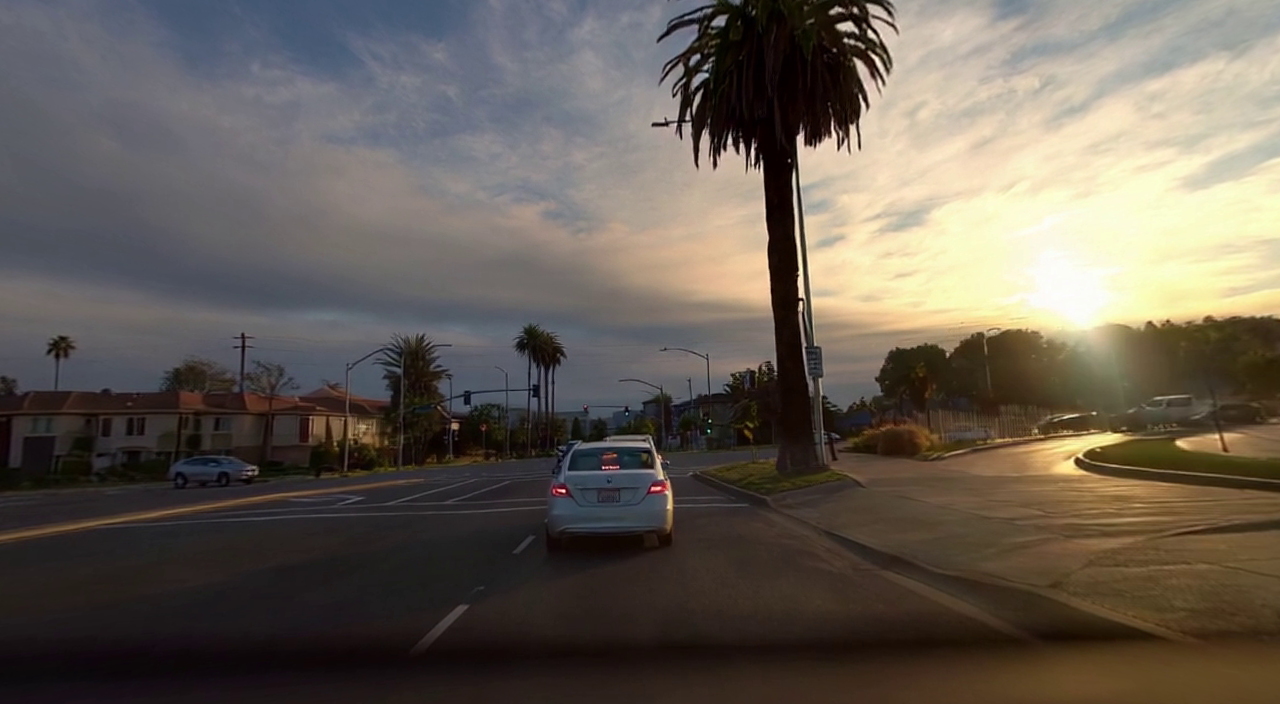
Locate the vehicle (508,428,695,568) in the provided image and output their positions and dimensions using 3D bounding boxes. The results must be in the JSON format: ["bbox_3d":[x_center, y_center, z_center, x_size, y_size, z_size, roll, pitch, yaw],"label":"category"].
[{"bbox_3d":[-0.458,1.911,8.977,2.060,1.526,3.859,0,-9,-1],"label":"vehicle"}]

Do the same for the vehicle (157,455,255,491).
[{"bbox_3d":[-23.300,6.467,34.164,1.990,1.752,4.673,0,-9,-1],"label":"vehicle"}]
